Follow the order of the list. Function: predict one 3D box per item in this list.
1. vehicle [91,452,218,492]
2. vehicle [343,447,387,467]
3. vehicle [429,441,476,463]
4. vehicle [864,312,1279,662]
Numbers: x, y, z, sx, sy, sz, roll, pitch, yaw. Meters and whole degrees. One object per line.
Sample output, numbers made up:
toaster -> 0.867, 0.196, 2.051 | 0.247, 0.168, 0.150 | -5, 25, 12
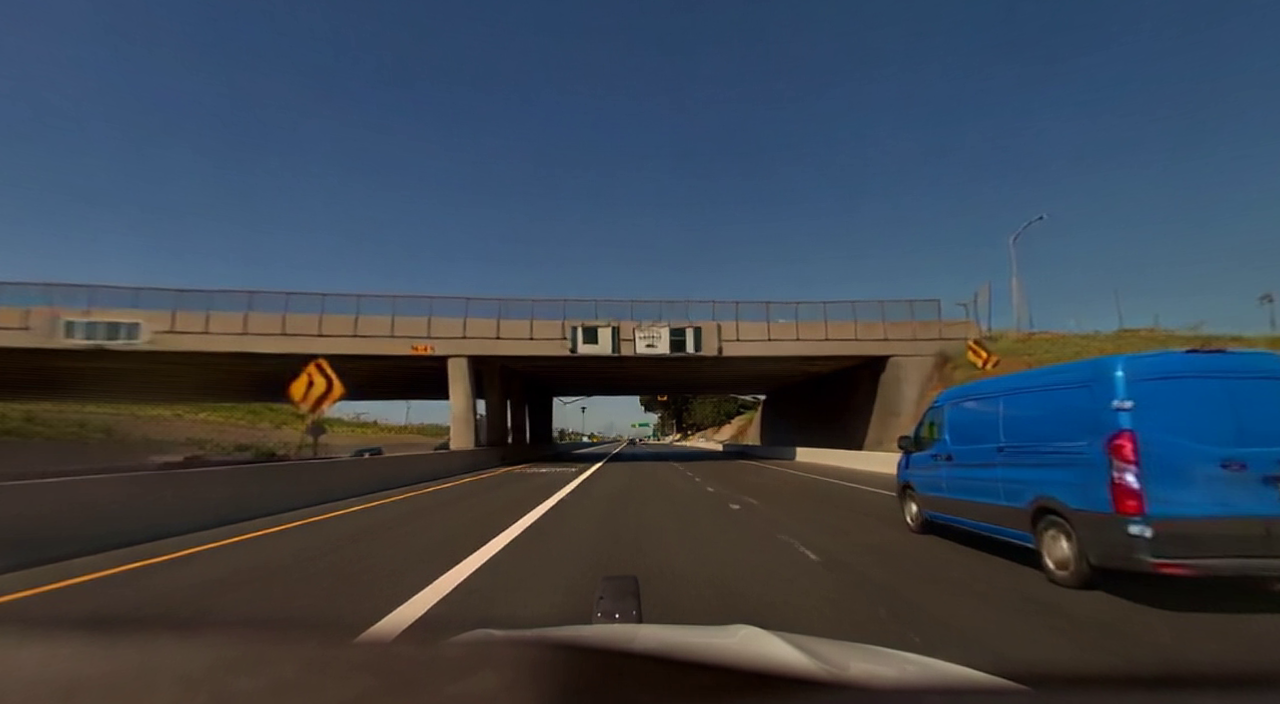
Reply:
vehicle -> -21.040, 5.177, 27.587 | 1.915, 1.496, 4.639 | 0, -8, -1
vehicle -> -21.422, 8.144, 49.088 | 1.710, 1.440, 3.716 | -1, -8, 1
vehicle -> -13.439, 7.187, 45.411 | 1.923, 1.526, 4.507 | -1, -8, 1
vehicle -> 4.127, 1.074, 5.999 | 2.161, 2.002, 4.631 | 0, -8, -1
